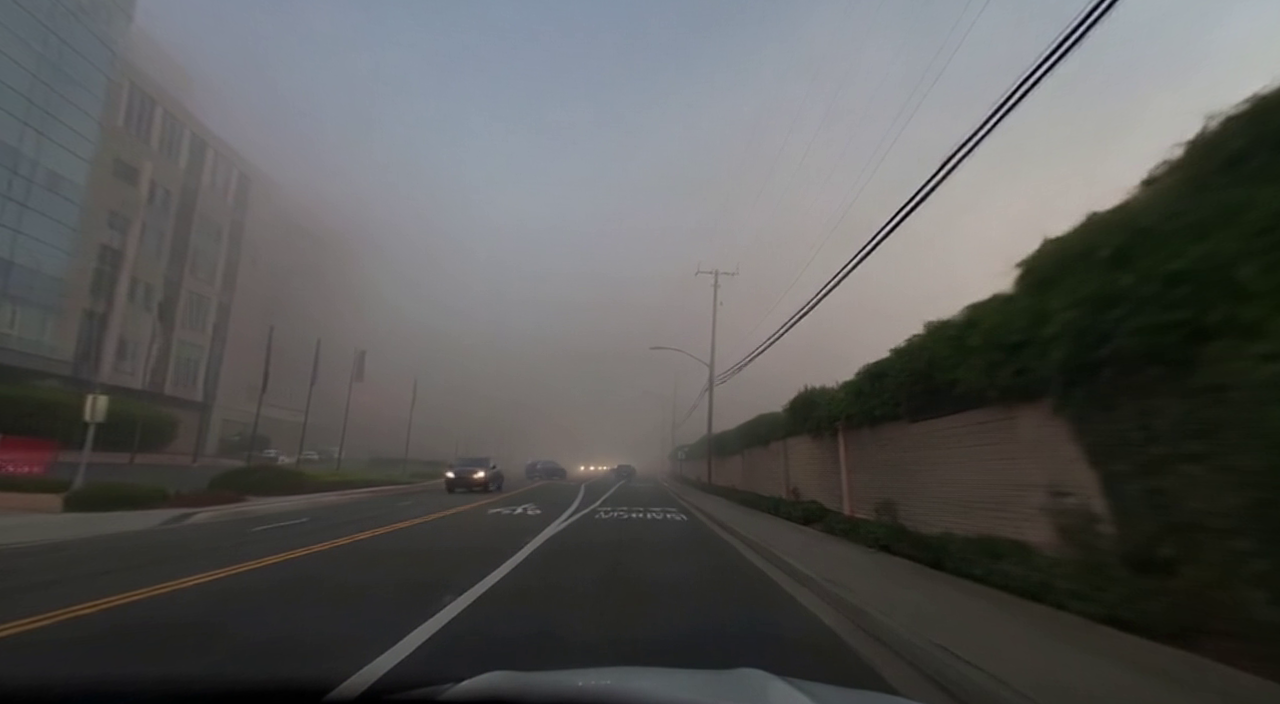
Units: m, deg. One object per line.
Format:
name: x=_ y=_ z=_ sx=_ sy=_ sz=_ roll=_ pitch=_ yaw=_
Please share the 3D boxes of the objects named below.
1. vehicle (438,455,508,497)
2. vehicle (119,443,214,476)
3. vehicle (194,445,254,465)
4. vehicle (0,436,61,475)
vehicle: x=-6.759 y=5.070 z=25.795 sx=1.922 sy=1.540 sz=3.771 roll=1 pitch=-10 yaw=-2
vehicle: x=-26.238 y=5.983 z=34.809 sx=4.630 sy=1.710 sz=2.035 roll=-4 pitch=-11 yaw=23
vehicle: x=-32.772 y=8.121 z=49.522 sx=3.977 sy=1.439 sz=1.775 roll=-3 pitch=-11 yaw=20
vehicle: x=-28.536 y=4.661 z=28.188 sx=3.973 sy=1.647 sz=1.896 roll=-3 pitch=-11 yaw=20
